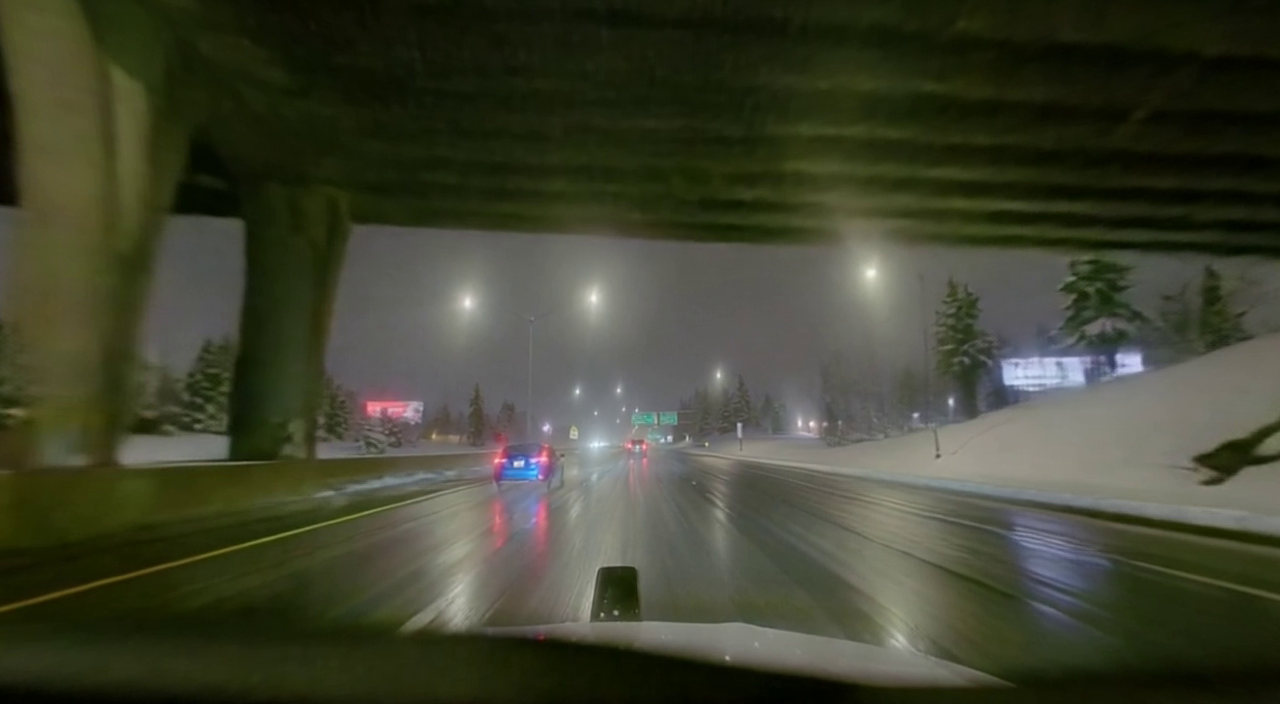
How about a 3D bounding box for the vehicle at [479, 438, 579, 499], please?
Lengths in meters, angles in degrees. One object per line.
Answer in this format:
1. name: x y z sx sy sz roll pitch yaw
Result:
1. vehicle: -3.079 3.331 18.538 2.029 1.557 4.570 0 -8 1
